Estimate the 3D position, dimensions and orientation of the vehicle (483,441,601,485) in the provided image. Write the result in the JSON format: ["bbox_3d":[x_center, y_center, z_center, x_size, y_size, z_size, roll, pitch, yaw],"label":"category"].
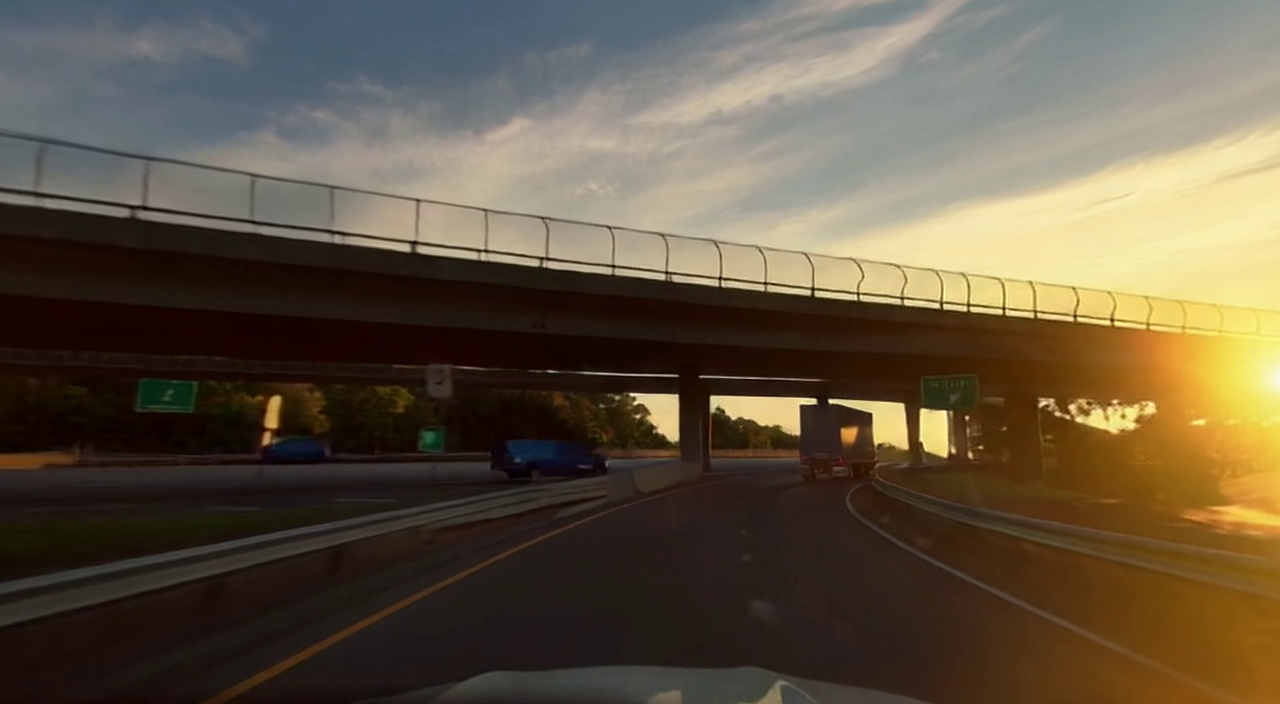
[{"bbox_3d":[-3.477,4.015,23.108,1.940,1.444,4.024,-7,-11,37],"label":"vehicle"}]
